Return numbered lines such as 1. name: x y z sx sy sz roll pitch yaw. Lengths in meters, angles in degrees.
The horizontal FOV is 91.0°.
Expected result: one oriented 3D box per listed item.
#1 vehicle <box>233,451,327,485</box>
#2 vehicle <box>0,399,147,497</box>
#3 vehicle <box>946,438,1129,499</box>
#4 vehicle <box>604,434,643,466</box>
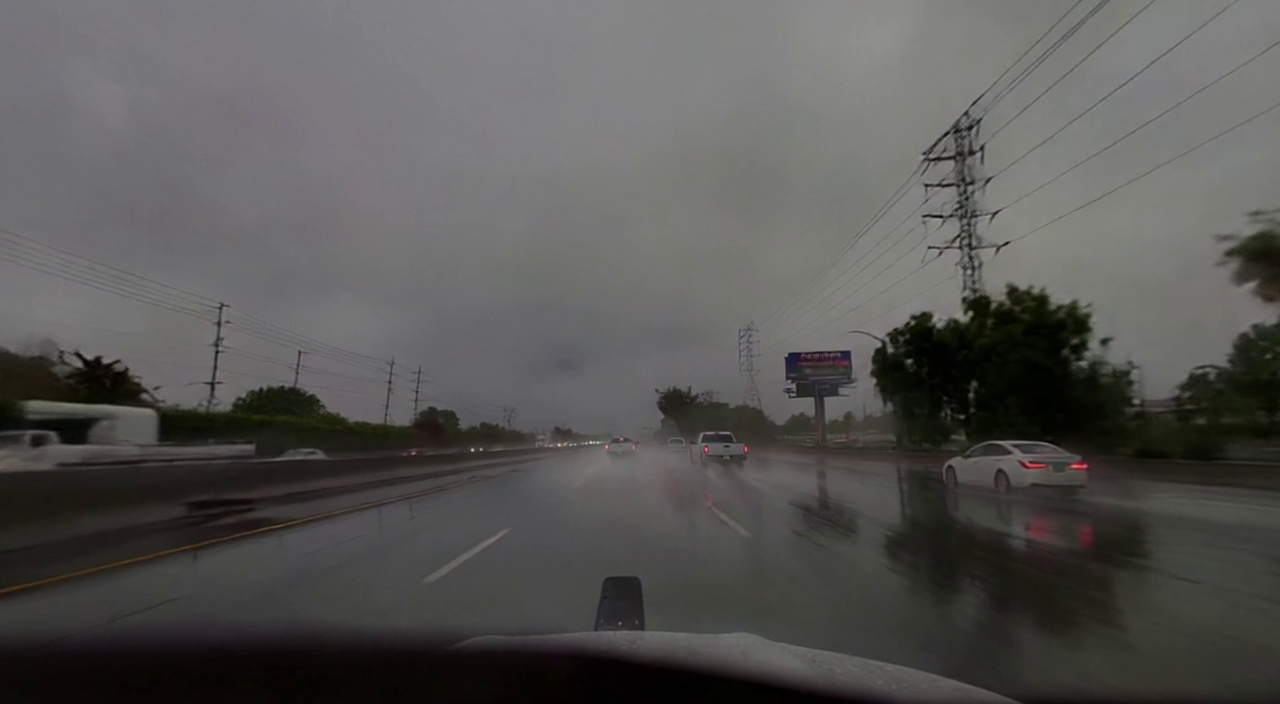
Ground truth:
1. vehicle: -17.180 5.519 30.288 1.894 1.466 4.429 0 -8 0
2. vehicle: -28.549 4.510 29.616 3.234 4.093 8.846 0 -9 1
3. vehicle: 10.787 3.171 17.619 2.076 1.470 4.644 0 -8 0
4. vehicle: -1.027 6.724 43.280 2.508 2.023 6.176 0 -8 0
